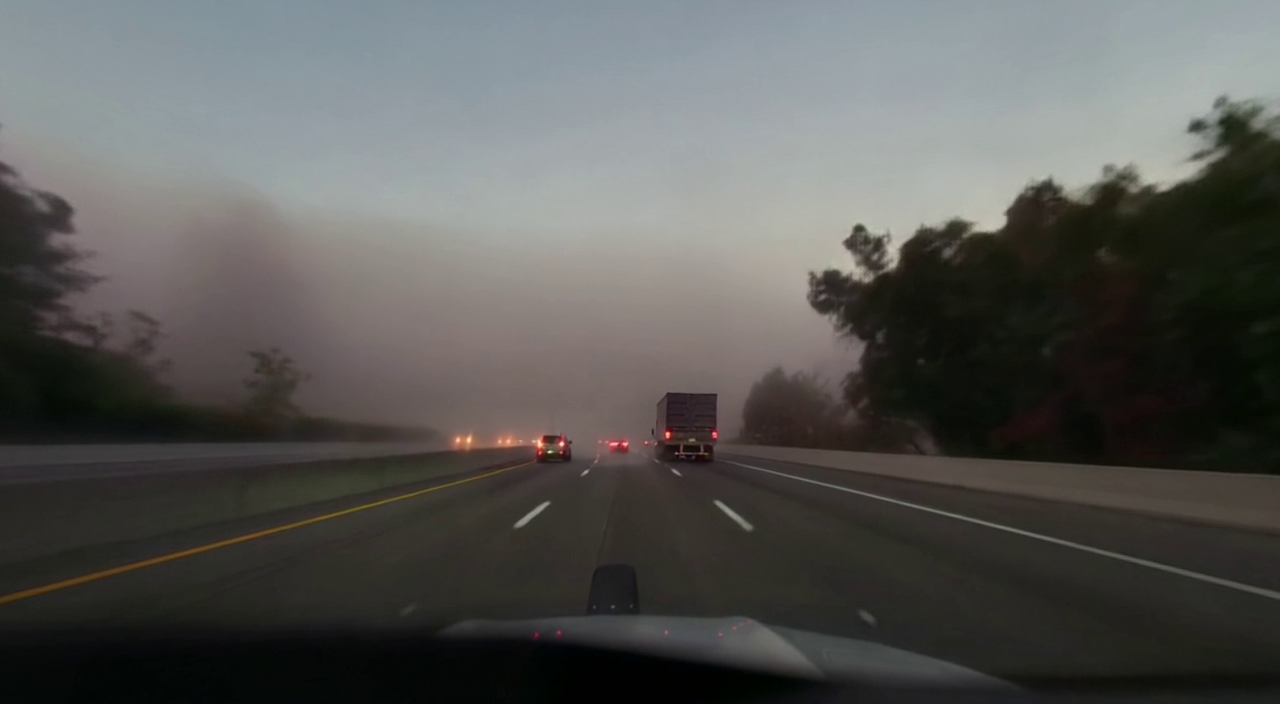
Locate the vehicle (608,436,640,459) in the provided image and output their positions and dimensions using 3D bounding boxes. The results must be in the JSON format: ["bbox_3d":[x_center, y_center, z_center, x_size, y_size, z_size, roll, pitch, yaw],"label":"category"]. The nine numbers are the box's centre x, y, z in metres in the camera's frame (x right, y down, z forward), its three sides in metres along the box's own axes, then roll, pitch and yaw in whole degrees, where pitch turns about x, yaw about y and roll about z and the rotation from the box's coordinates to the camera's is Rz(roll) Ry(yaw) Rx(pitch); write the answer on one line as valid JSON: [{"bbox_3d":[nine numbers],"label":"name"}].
[{"bbox_3d":[-1.159,6.604,43.673,2.125,1.542,3.816,0,-8,-2],"label":"vehicle"}]

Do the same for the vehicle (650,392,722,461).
[{"bbox_3d":[2.803,5.340,43.716,3.301,4.034,13.722,0,-8,-3],"label":"vehicle"}]

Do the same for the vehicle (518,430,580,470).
[{"bbox_3d":[-4.273,4.714,30.425,2.377,1.747,4.703,0,-8,-1],"label":"vehicle"}]
